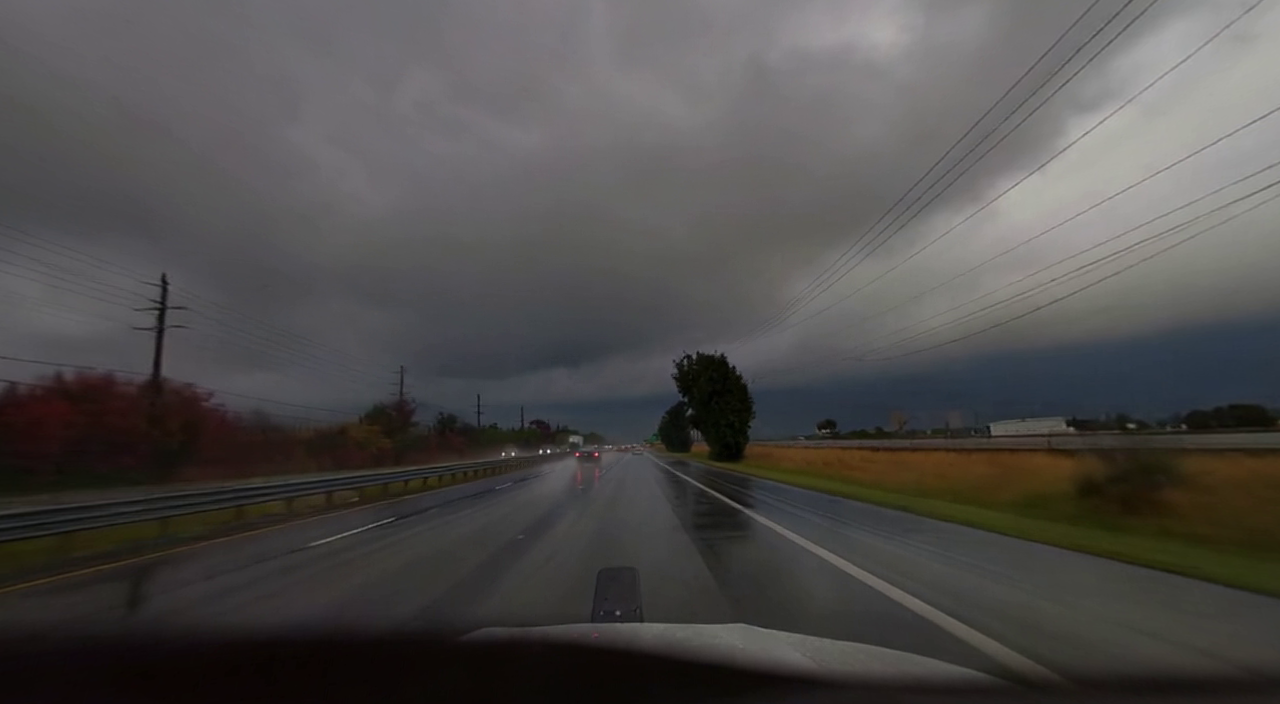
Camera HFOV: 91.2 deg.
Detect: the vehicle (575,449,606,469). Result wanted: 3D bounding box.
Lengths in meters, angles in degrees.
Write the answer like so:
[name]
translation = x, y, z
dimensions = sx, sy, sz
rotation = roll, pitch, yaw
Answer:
[vehicle]
translation = -3.867, 8.506, 49.962
dimensions = 2.123, 1.545, 4.404
rotation = 0, -9, 0
